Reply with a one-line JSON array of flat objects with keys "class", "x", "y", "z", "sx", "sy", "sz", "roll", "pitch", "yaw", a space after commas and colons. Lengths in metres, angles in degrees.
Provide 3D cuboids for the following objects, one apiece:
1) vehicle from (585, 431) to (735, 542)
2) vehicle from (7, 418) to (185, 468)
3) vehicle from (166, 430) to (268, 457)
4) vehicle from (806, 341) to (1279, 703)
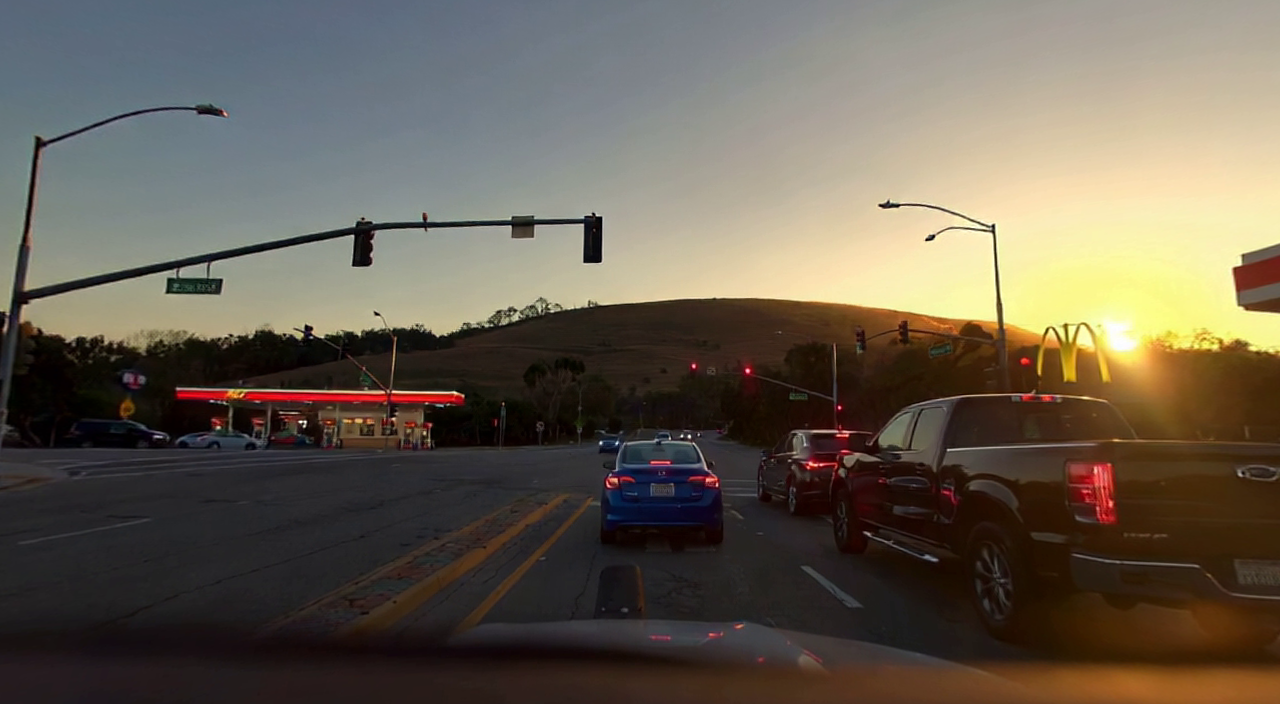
[{"class": "vehicle", "x": 0.260, "y": 2.114, "z": 10.536, "sx": 2.027, "sy": 1.494, "sz": 3.824, "roll": 0, "pitch": -8, "yaw": 0}, {"class": "vehicle", "x": -19.925, "y": 3.364, "z": 23.248, "sx": 4.742, "sy": 1.720, "sz": 2.107, "roll": -1, "pitch": -8, "yaw": 5}, {"class": "vehicle", "x": -23.094, "y": 5.033, "z": 34.494, "sx": 4.326, "sy": 1.420, "sz": 1.798, "roll": -1, "pitch": -8, "yaw": 4}, {"class": "vehicle", "x": 3.561, "y": 1.318, "z": 6.094, "sx": 2.277, "sy": 1.871, "sz": 6.143, "roll": 0, "pitch": -8, "yaw": 0}]
